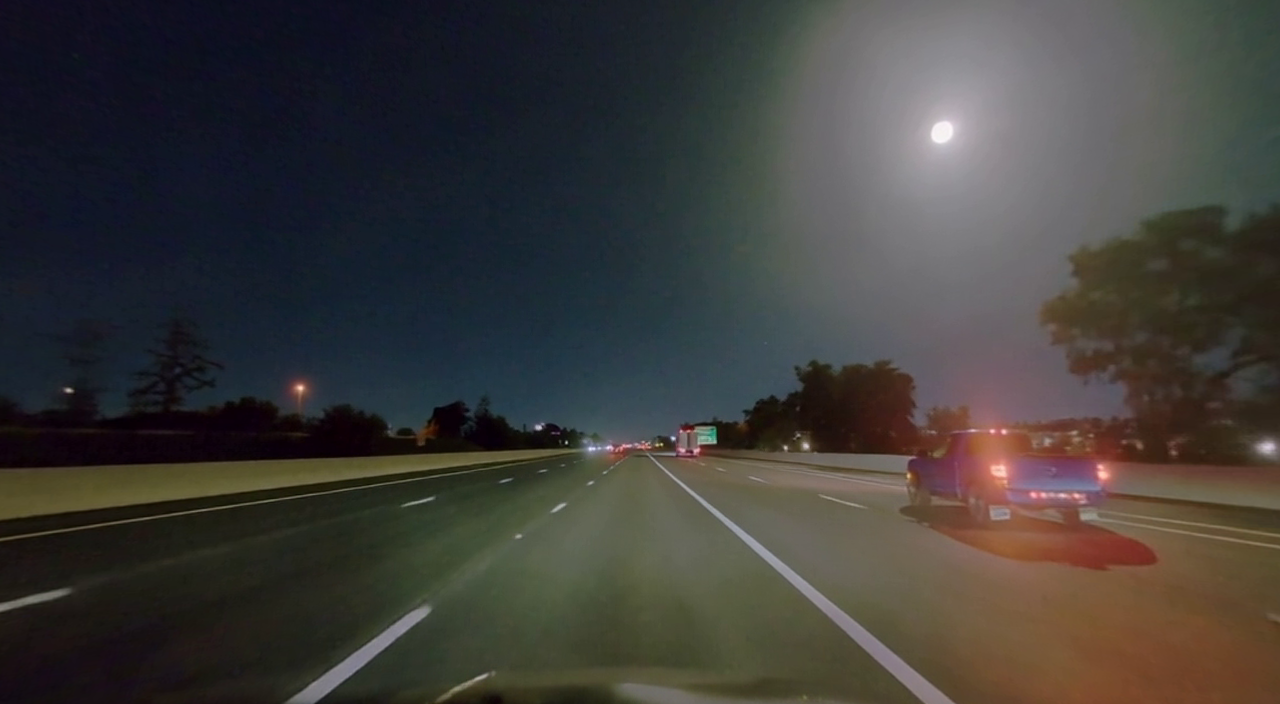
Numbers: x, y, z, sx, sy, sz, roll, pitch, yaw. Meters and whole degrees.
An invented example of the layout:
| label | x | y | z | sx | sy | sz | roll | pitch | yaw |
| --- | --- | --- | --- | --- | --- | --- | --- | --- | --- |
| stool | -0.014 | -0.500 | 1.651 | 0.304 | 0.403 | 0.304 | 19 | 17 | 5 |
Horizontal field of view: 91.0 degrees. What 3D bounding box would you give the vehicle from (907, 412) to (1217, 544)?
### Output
| label | x | y | z | sx | sy | sz | roll | pitch | yaw |
| --- | --- | --- | --- | --- | --- | --- | --- | --- | --- |
| vehicle | 6.692 | 2.048 | 10.871 | 2.096 | 1.767 | 4.601 | 0 | -9 | 0 |
